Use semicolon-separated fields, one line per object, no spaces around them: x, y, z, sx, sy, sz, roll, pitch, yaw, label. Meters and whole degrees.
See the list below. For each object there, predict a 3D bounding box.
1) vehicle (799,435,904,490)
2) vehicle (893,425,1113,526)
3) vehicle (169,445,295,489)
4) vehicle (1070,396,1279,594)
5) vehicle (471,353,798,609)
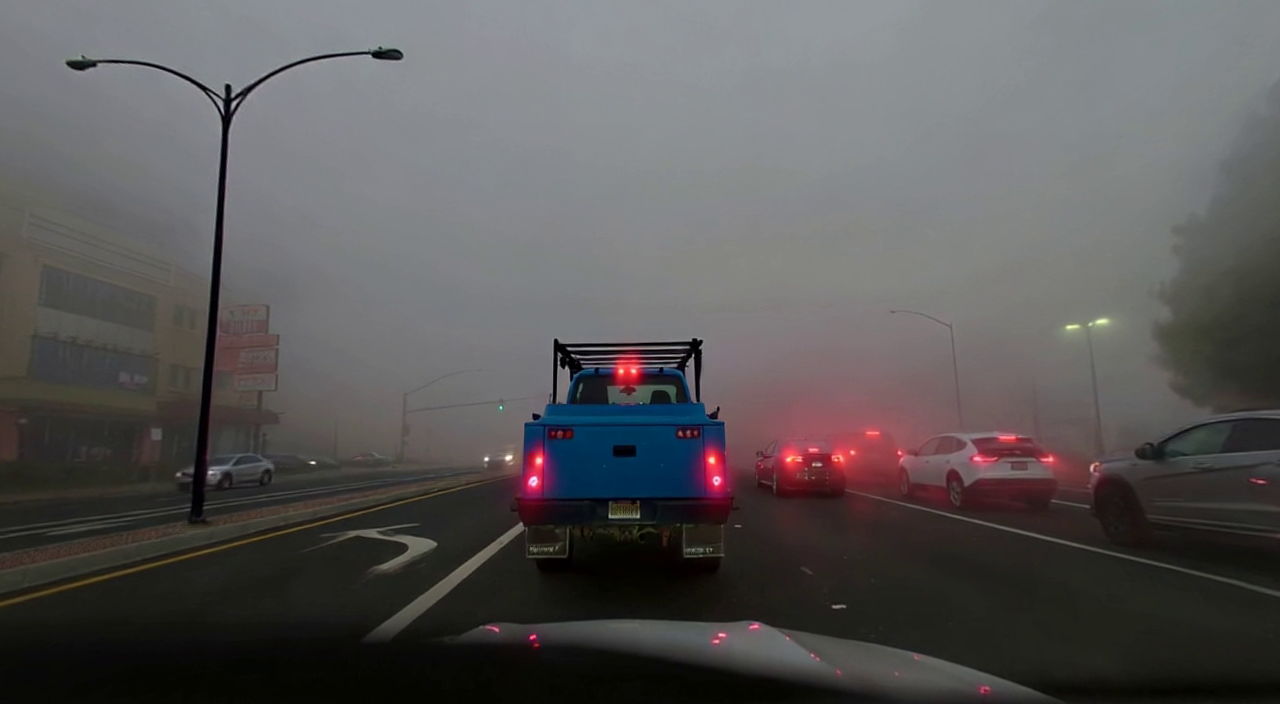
7.066;3.739;21.620;1.953;1.665;4.327;0;-9;-2;vehicle
7.069;2.434;12.965;1.931;1.692;4.267;0;-9;0;vehicle
-19.459;5.483;30.582;2.205;1.916;5.771;0;-9;0;vehicle
6.818;1.362;6.169;2.023;1.771;4.488;0;-9;0;vehicle
-0.098;1.478;8.158;2.682;2.117;5.706;0;-9;-1;vehicle
